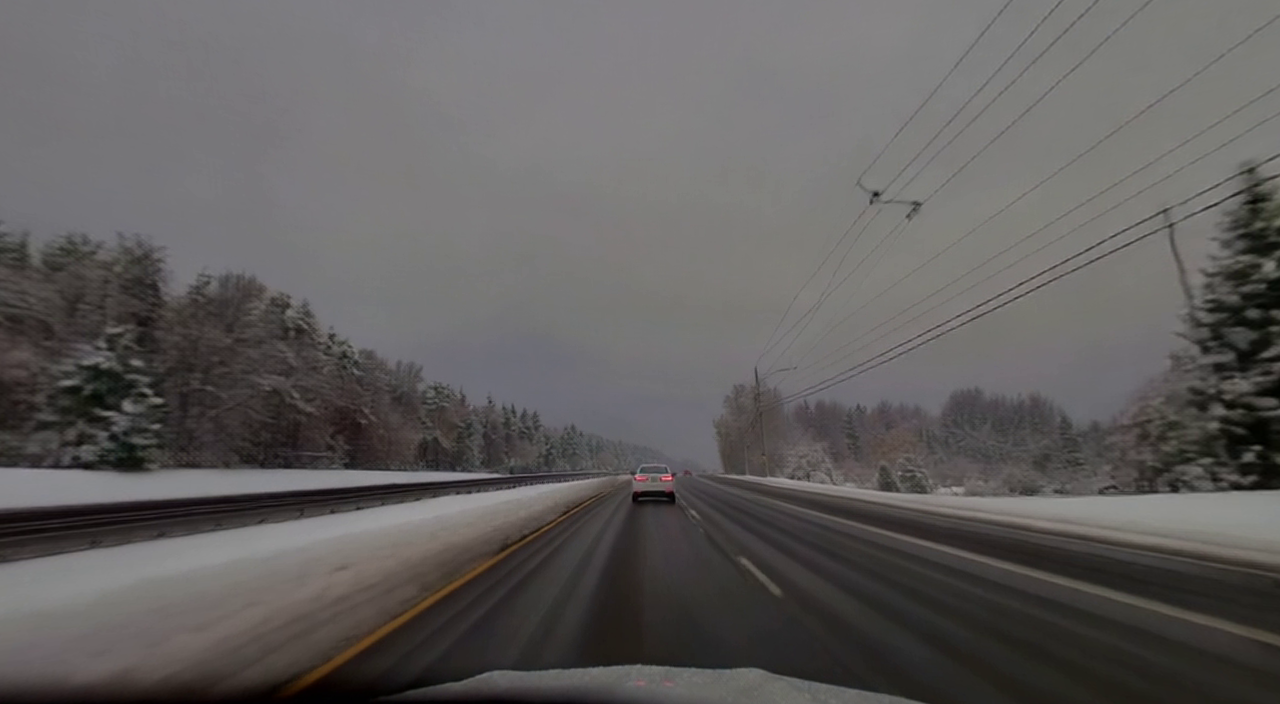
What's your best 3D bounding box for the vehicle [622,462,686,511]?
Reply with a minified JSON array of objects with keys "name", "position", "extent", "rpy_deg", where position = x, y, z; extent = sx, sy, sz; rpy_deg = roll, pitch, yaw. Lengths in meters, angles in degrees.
[{"name":"vehicle","position":[0.447,4.566,21.686],"extent":[1.987,1.480,3.786],"rpy_deg":[1,-10,0]}]
